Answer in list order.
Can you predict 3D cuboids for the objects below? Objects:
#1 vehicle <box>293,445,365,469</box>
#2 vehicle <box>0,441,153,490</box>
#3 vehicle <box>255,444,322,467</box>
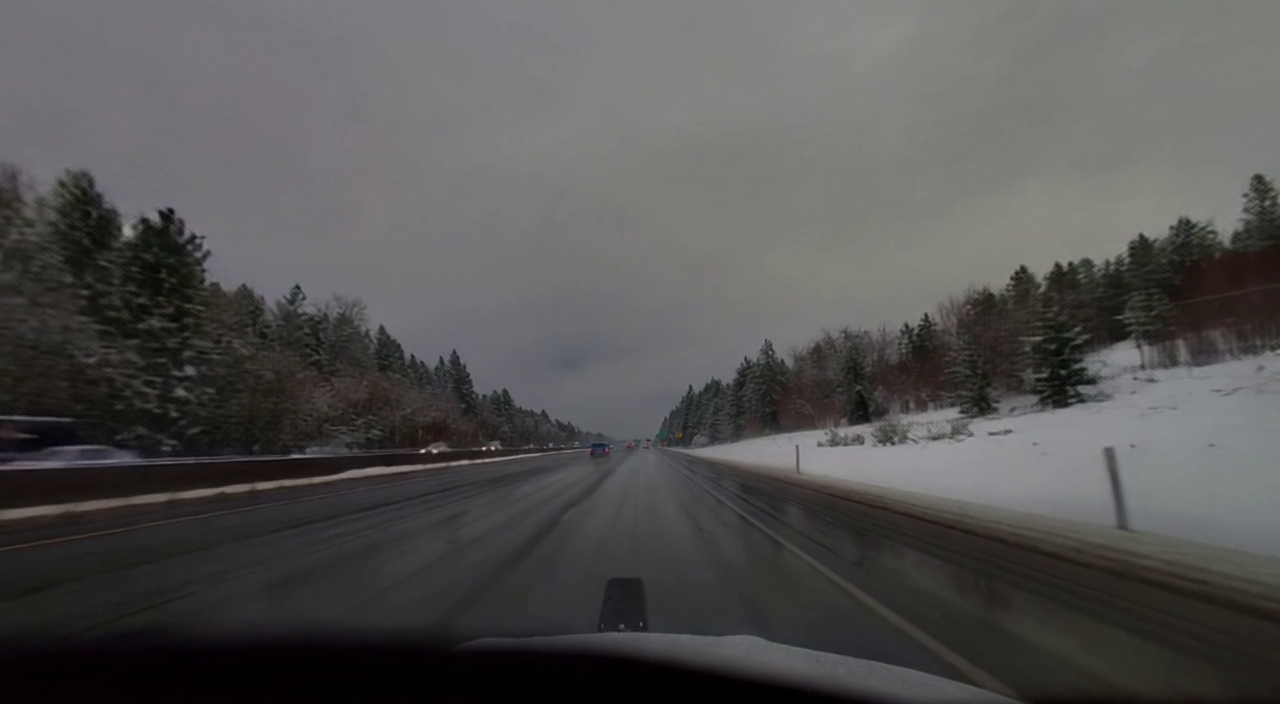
[{"bbox_3d":[-20.820,7.047,42.485,2.288,1.498,4.813,0,-8,1],"label":"vehicle"},{"bbox_3d":[-21.016,4.096,23.283,1.975,1.598,5.004,0,-8,1],"label":"vehicle"},{"bbox_3d":[-25.725,7.583,46.361,1.986,1.555,4.851,0,-8,2],"label":"vehicle"}]
